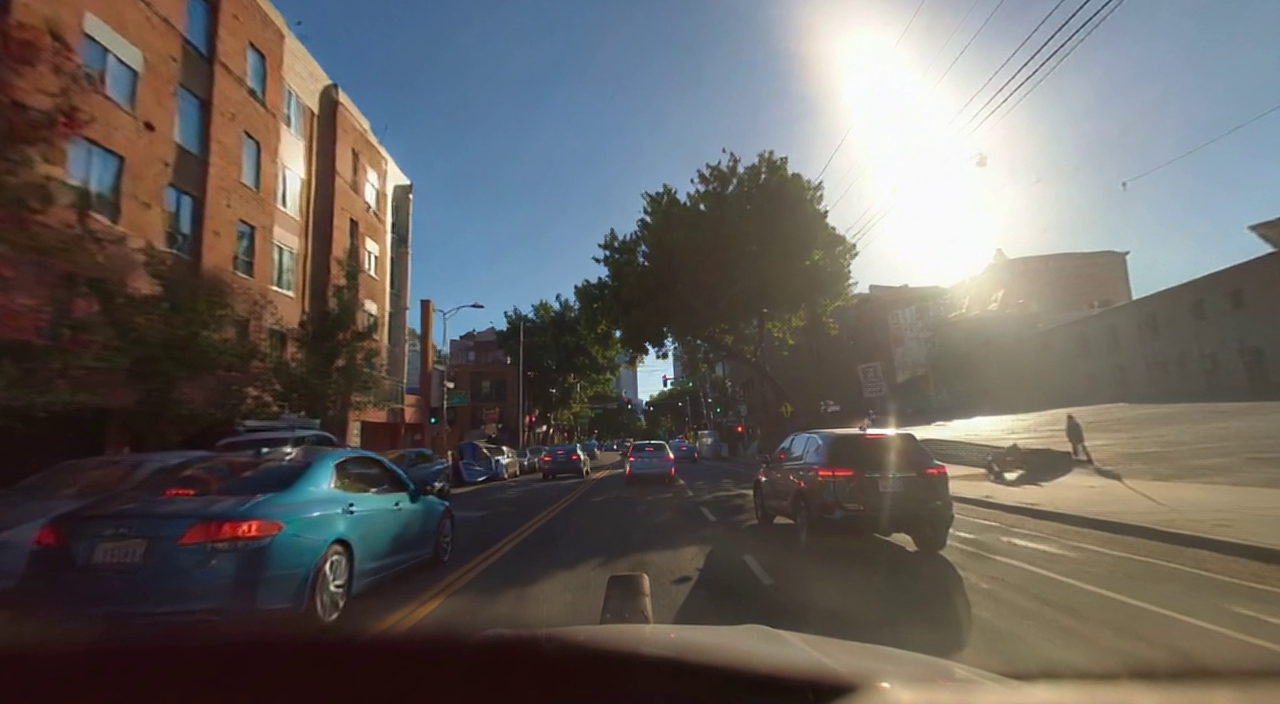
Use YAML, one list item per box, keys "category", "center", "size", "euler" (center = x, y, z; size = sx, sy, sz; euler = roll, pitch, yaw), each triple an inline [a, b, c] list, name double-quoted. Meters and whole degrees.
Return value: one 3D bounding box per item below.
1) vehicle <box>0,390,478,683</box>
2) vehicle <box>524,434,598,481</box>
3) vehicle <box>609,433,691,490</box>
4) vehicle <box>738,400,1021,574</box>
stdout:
- category: "vehicle"
  center: [-3.058, 1.323, 5.584]
  size: [2.085, 1.619, 3.976]
  euler: [0, -8, 1]
- category: "vehicle"
  center: [-2.717, 3.776, 22.802]
  size: [2.019, 1.507, 4.643]
  euler: [0, -8, 1]
- category: "vehicle"
  center: [0.253, 3.201, 18.740]
  size: [2.139, 1.466, 4.373]
  euler: [0, -8, 0]
- category: "vehicle"
  center: [2.715, 1.661, 8.488]
  size: [2.094, 1.709, 4.394]
  euler: [0, -8, 1]
